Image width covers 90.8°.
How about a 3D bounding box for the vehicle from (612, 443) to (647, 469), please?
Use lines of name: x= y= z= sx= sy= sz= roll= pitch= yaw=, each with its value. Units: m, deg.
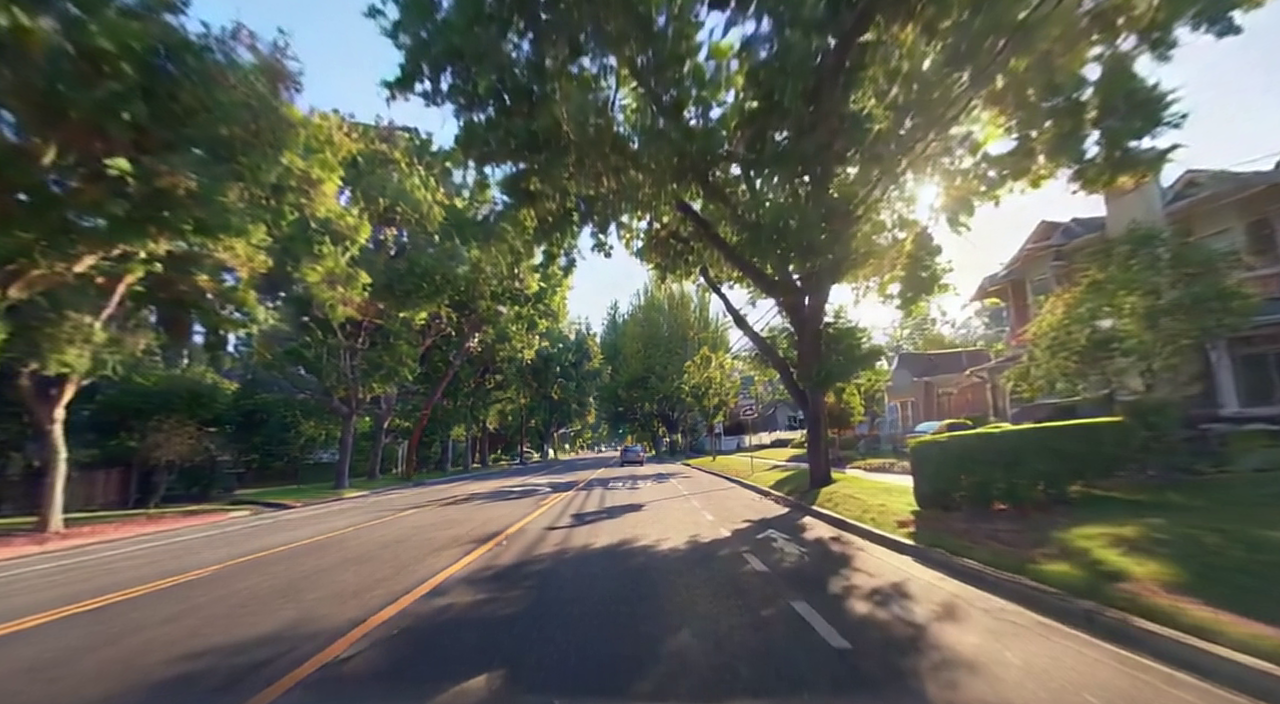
vehicle: x=-0.669 y=6.599 z=40.195 sx=2.104 sy=1.500 sz=3.815 roll=0 pitch=-9 yaw=-1
